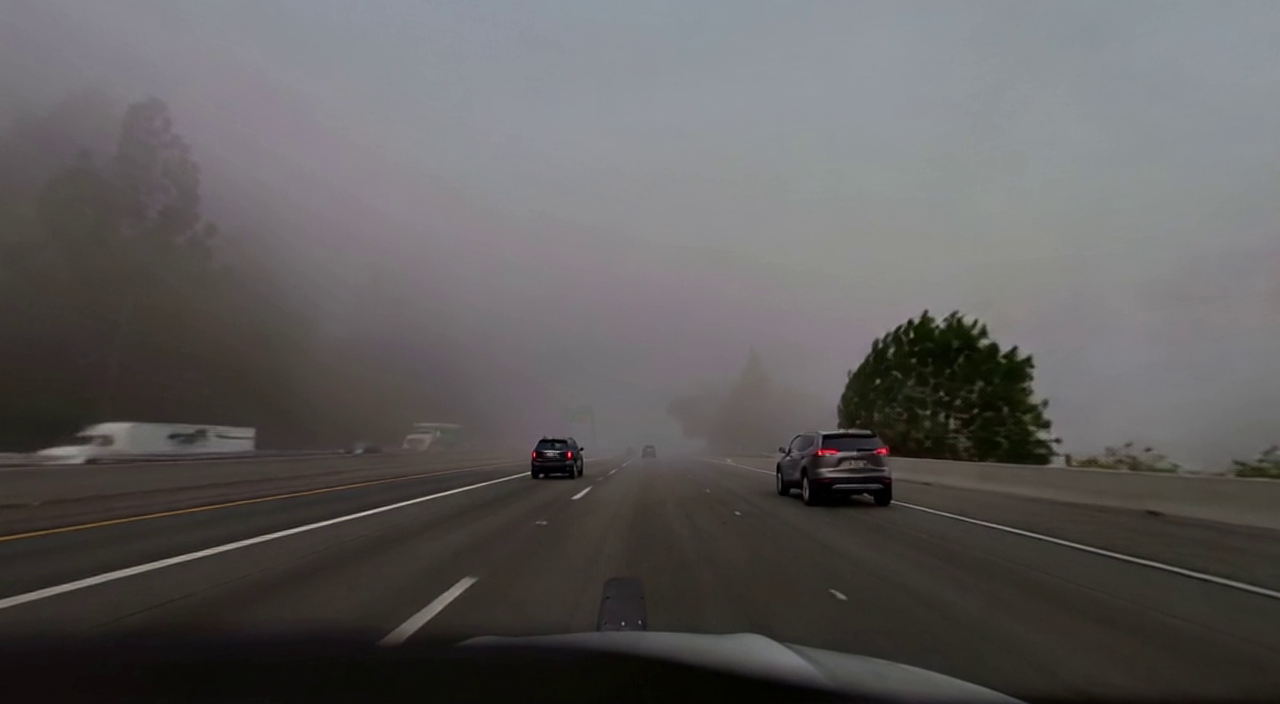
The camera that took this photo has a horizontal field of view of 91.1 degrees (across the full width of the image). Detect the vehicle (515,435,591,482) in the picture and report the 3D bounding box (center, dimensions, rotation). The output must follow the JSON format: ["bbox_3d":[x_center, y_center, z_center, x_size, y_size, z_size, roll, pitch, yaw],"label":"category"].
[{"bbox_3d":[-3.209,4.043,24.123,2.166,1.608,4.297,0,-8,2],"label":"vehicle"}]

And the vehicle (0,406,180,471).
[{"bbox_3d":[-28.236,4.173,30.184,2.850,2.700,11.935,-1,-8,2],"label":"vehicle"}]

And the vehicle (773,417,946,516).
[{"bbox_3d":[4.501,2.433,13.803,2.149,1.796,4.487,0,-8,0],"label":"vehicle"}]

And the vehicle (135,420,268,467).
[{"bbox_3d":[-27.859,5.905,40.458,2.685,2.719,7.829,-1,-8,2],"label":"vehicle"}]
